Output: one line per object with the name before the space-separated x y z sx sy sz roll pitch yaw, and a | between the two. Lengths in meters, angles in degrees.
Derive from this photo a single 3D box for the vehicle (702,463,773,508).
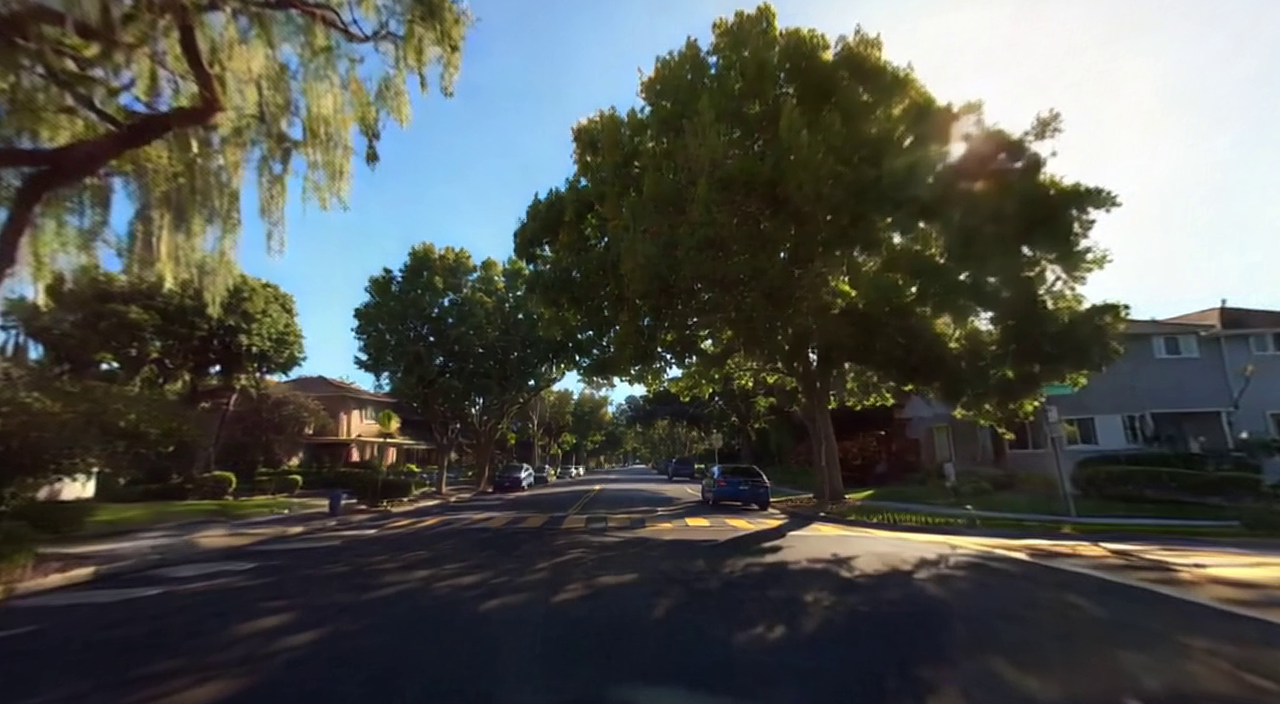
vehicle | 3.708 5.173 24.903 1.961 1.472 4.434 0 -9 -2
